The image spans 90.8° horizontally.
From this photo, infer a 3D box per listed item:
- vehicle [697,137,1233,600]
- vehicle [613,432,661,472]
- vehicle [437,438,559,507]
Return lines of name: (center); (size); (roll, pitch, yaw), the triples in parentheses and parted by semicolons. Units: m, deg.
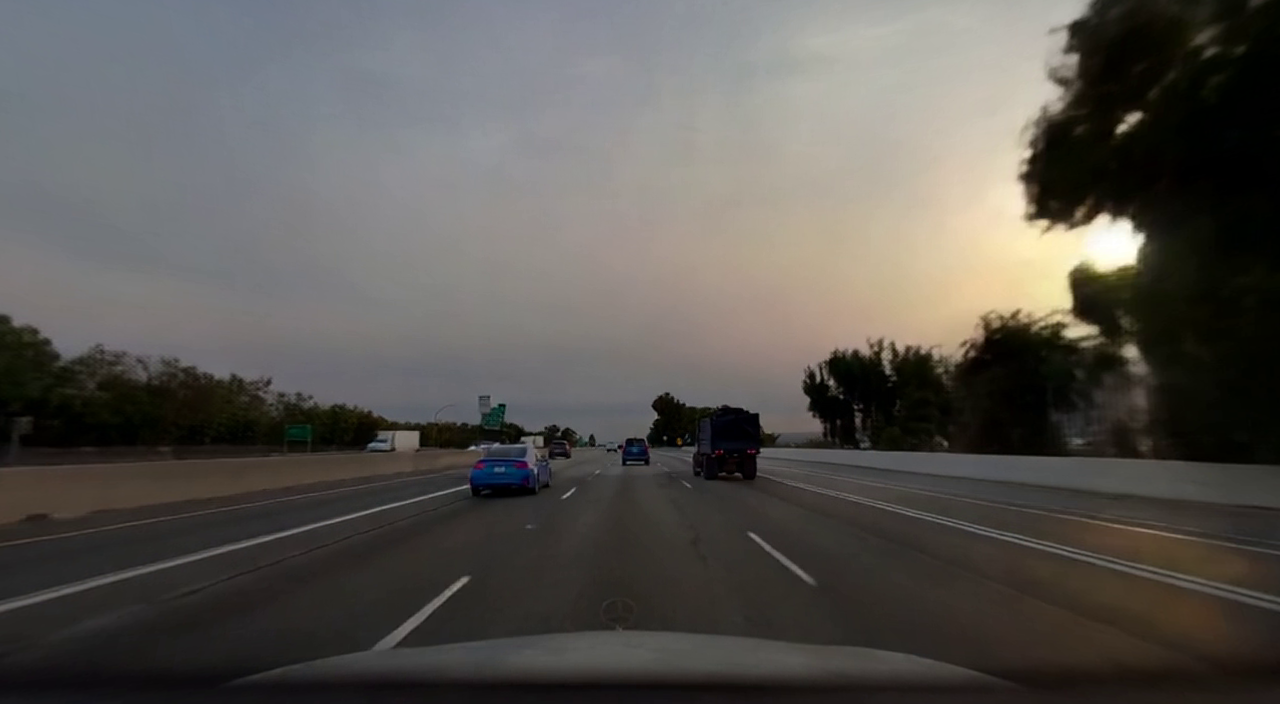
vehicle: (3.416, 1.135, 13.032); (2.876, 4.086, 15.117); (0, -8, -1)
vehicle: (-0.146, 4.900, 31.178); (2.203, 1.805, 4.358); (0, -8, 0)
vehicle: (-3.195, 2.802, 15.228); (1.864, 1.406, 4.544); (0, -8, 0)
